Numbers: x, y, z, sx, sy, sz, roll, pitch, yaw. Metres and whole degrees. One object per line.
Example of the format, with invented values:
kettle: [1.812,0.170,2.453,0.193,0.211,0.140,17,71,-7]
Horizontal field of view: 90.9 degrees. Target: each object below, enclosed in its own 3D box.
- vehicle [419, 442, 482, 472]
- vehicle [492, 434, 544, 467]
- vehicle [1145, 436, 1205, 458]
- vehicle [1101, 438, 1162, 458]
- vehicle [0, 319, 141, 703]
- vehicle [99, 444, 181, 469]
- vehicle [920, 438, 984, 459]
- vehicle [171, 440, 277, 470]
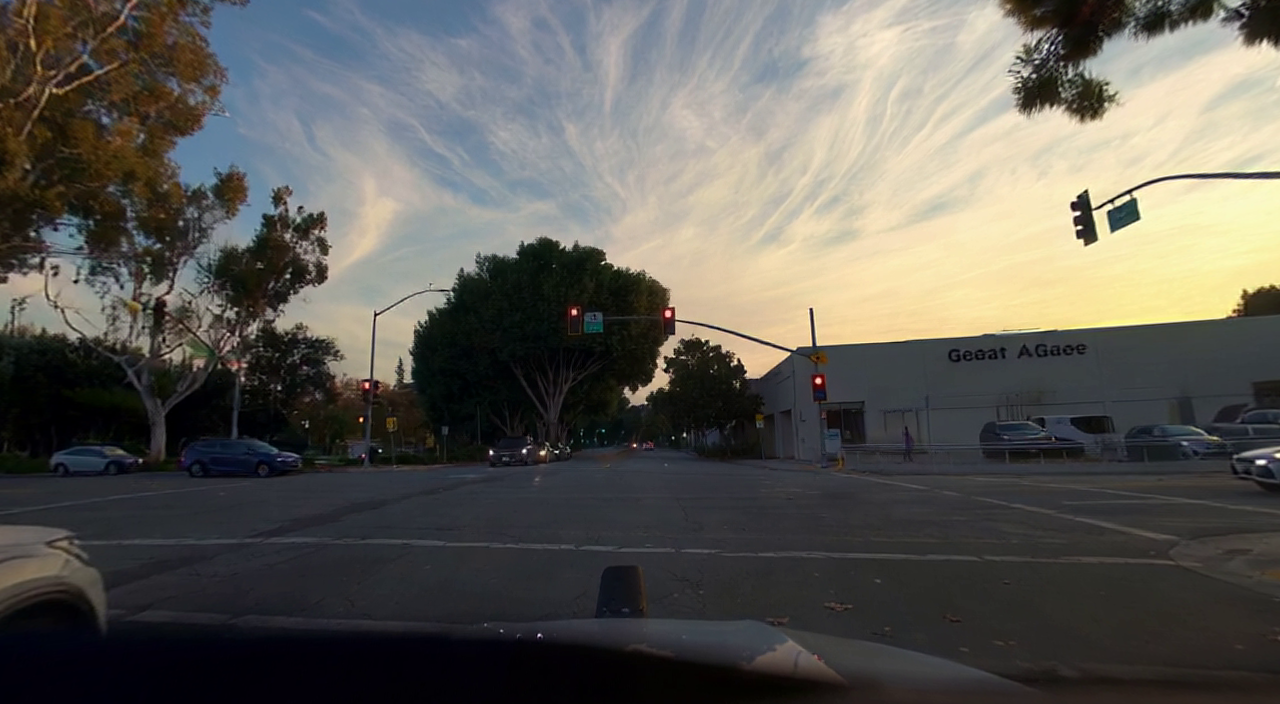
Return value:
vehicle: [-10.635,5.903,35.701,2.041,1.548,4.868,0,-8,0]
vehicle: [-7.160,5.851,37.451,2.081,1.818,4.782,0,-8,1]
vehicle: [41.213,7.366,48.696,1.767,1.456,4.191,-5,-12,15]
vehicle: [38.492,7.544,49.500,1.837,1.514,4.786,-2,-9,13]
vehicle: [-3.423,0.519,0.692,2.000,1.789,4.638,0,-8,-2]
vehicle: [-38.665,8.066,48.826,4.516,1.834,2.016,0,-8,-1]
vehicle: [21.472,6.646,43.376,3.576,1.425,1.702,2,-9,-12]
vehicle: [-24.545,6.070,37.315,4.844,1.690,2.028,0,-8,2]
